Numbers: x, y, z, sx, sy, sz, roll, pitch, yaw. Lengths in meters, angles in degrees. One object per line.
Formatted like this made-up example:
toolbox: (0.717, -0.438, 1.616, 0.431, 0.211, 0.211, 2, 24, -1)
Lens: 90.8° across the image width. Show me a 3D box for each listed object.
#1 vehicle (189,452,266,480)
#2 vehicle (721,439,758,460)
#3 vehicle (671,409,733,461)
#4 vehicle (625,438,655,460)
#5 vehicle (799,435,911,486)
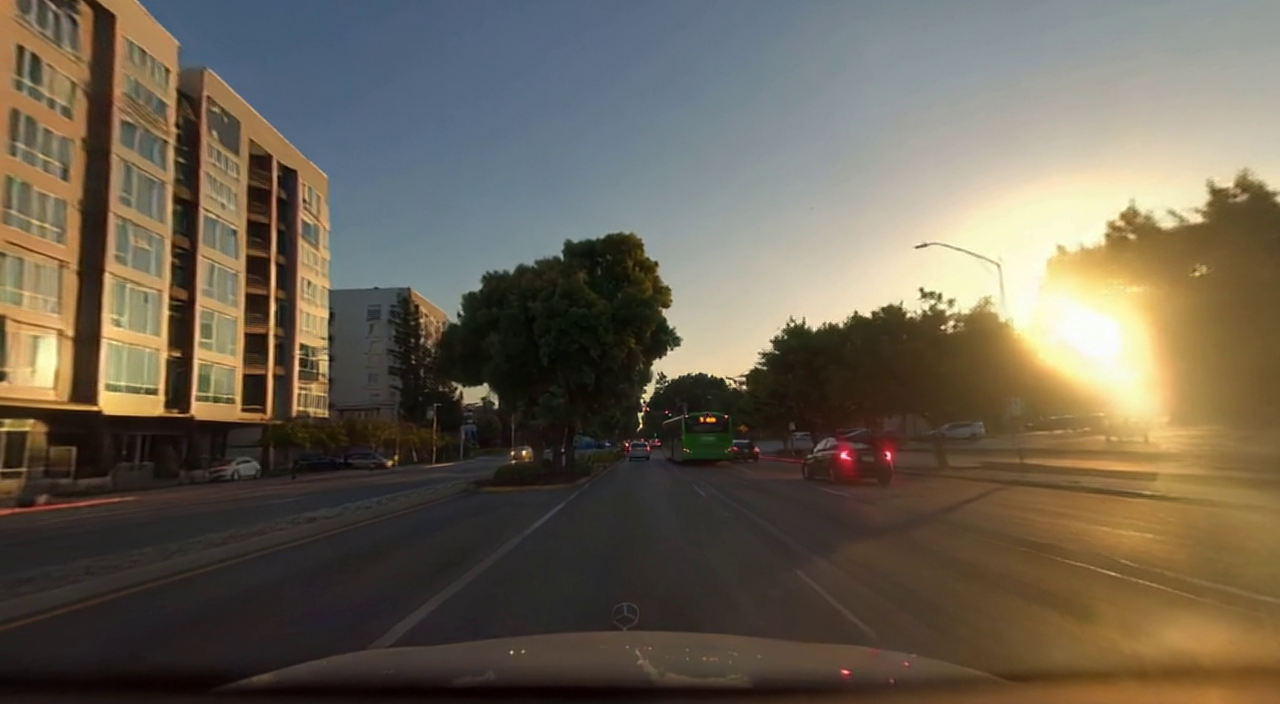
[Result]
vehicle: (-28.965, 7.993, 44.626, 2.039, 1.777, 5.029, 0, -9, 0)
vehicle: (7.320, 7.247, 46.957, 1.886, 1.474, 4.495, 0, -9, -2)
vehicle: (4.223, 6.042, 45.201, 2.760, 3.325, 9.045, 1, -9, -5)
vehicle: (-0.004, 7.073, 46.091, 2.145, 1.572, 4.021, 0, -9, 0)
vehicle: (6.719, 3.454, 20.325, 1.992, 1.447, 4.414, 0, -9, -1)
